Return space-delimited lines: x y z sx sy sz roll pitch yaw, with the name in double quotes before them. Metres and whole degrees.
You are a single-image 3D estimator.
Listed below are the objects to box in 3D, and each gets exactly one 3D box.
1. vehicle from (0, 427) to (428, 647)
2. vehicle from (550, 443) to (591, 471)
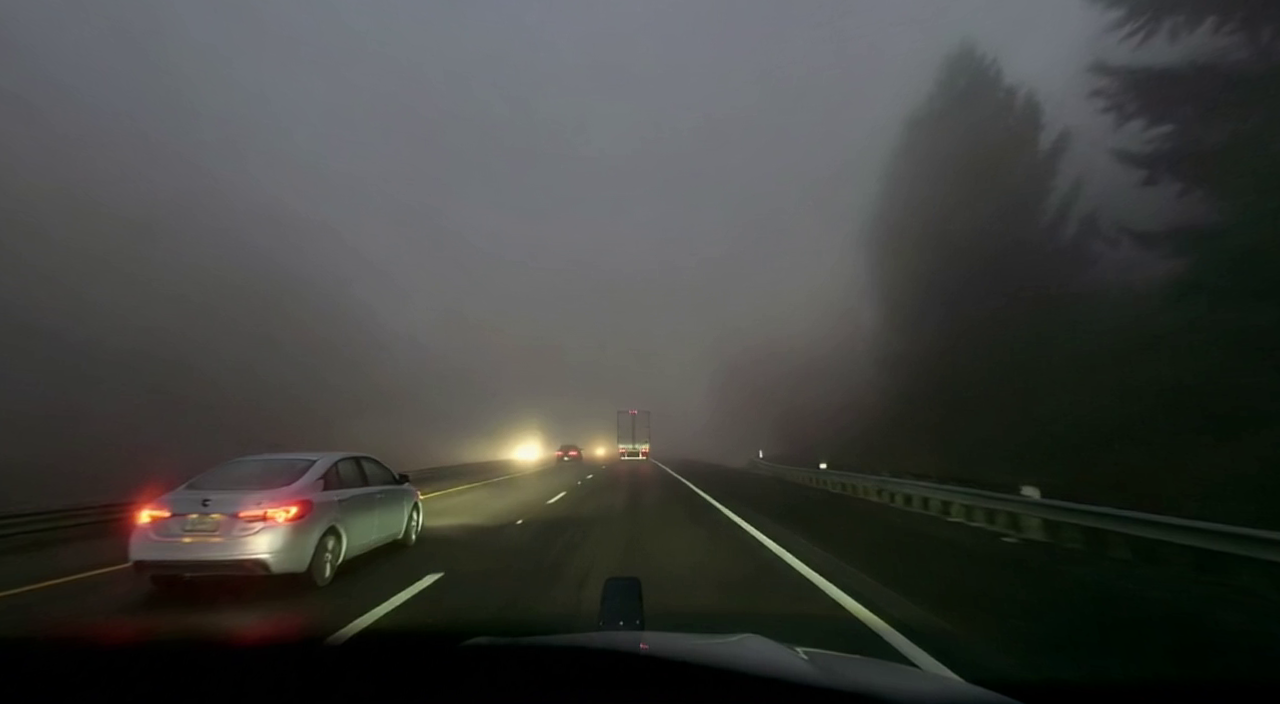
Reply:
"vehicle" -3.892 1.595 6.481 1.978 1.507 4.062 0 -9 0
"vehicle" -4.357 6.644 39.989 2.115 1.668 4.217 0 -9 0
